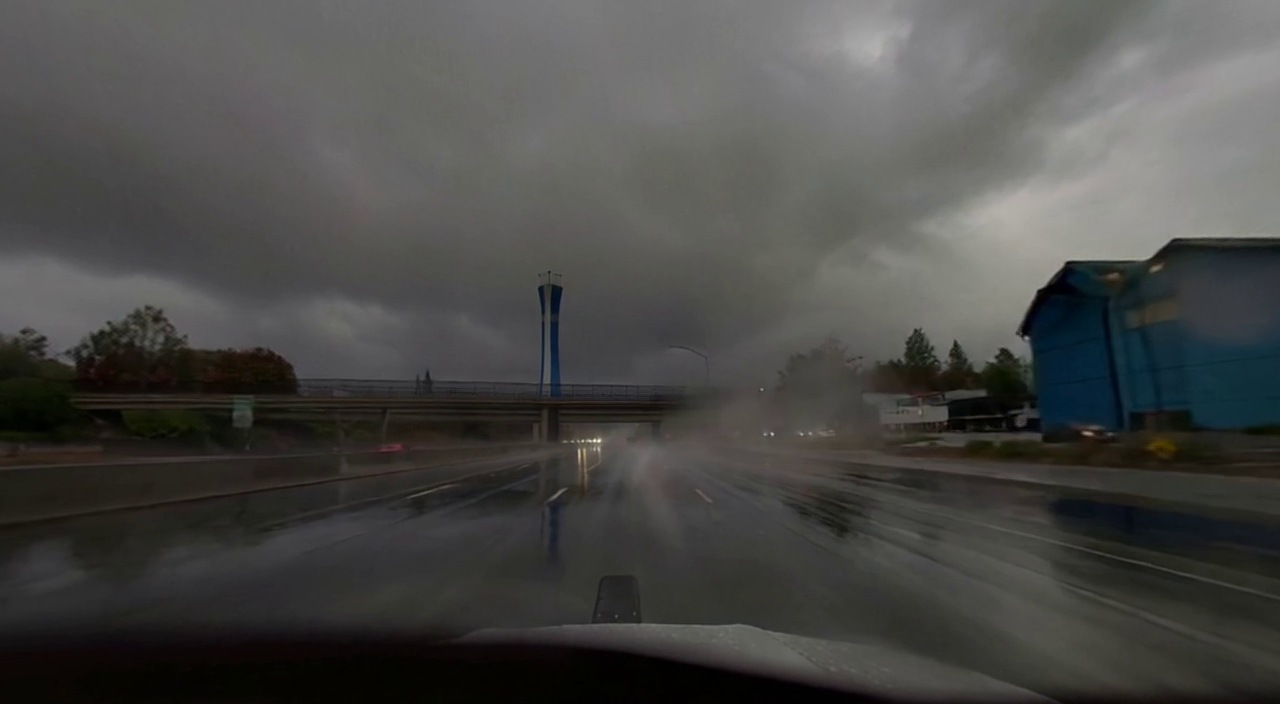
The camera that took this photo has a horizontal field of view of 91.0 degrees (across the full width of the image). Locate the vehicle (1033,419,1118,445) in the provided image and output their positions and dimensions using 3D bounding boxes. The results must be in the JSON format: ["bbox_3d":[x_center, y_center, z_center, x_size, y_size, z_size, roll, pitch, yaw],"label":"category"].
[{"bbox_3d":[24.166,4.491,35.075,1.777,1.345,4.066,-1,-8,-1],"label":"vehicle"}]

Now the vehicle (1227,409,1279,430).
[{"bbox_3d":[45.074,4.936,45.811,1.492,1.373,3.282,-1,-8,2],"label":"vehicle"}]
